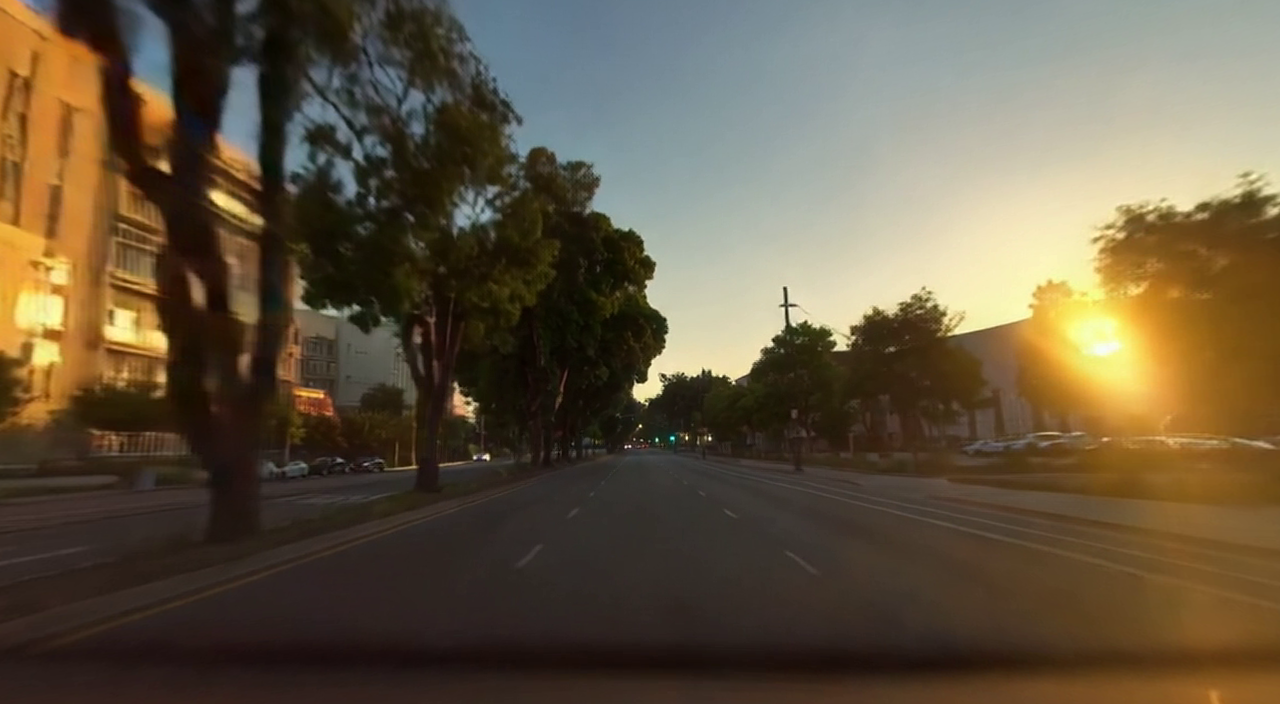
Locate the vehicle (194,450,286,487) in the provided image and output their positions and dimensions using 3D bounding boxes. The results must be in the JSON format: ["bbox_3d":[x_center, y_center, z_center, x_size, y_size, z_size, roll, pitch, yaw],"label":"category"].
[{"bbox_3d":[-21.963,6.376,34.979,1.922,1.821,4.729,0,-8,1],"label":"vehicle"}]

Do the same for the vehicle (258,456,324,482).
[{"bbox_3d":[-22.022,7.355,40.078,1.897,1.462,4.278,0,-8,-2],"label":"vehicle"}]

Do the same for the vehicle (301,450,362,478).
[{"bbox_3d":[-22.222,8.061,45.721,2.043,1.816,4.776,0,-8,-1],"label":"vehicle"}]
